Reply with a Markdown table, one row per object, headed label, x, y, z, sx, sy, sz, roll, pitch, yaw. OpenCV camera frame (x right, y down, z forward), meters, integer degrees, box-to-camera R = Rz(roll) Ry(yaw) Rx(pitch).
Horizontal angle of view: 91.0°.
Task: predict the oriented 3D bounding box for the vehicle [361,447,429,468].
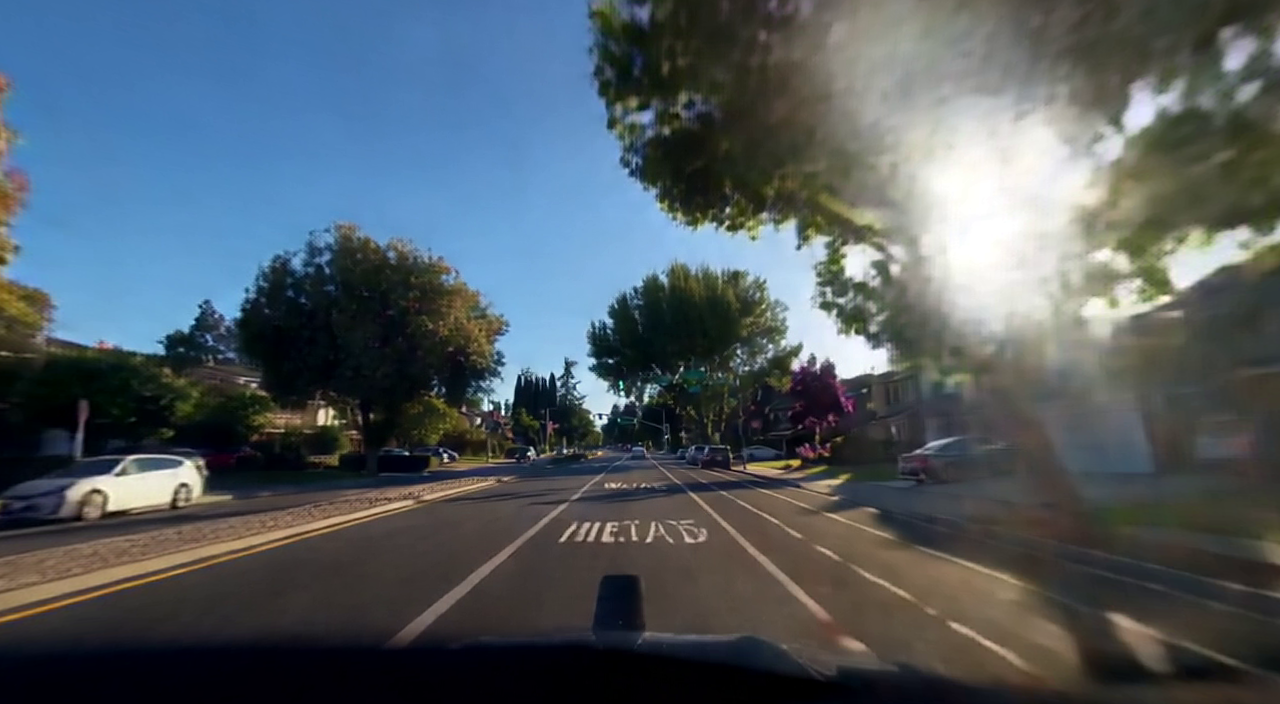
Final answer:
| label | x | y | z | sx | sy | sz | roll | pitch | yaw |
| --- | --- | --- | --- | --- | --- | --- | --- | --- | --- |
| vehicle | -18.329 | 7.877 | 47.189 | 4.355 | 1.482 | 1.794 | 0 | -9 | 0 |

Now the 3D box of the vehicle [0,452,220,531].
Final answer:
| label | x | y | z | sx | sy | sz | roll | pitch | yaw |
| --- | --- | --- | --- | --- | --- | --- | --- | --- | --- |
| vehicle | -12.107 | 3.060 | 14.334 | 1.888 | 1.477 | 4.629 | -1 | -10 | 0 |

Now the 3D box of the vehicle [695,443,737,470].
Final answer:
| label | x | y | z | sx | sy | sz | roll | pitch | yaw |
| --- | --- | --- | --- | --- | --- | --- | --- | --- | --- |
| vehicle | 5.169 | 7.184 | 43.328 | 2.164 | 1.729 | 4.488 | 1 | -9 | -2 |

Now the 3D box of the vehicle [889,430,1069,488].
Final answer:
| label | x | y | z | sx | sy | sz | roll | pitch | yaw |
| --- | --- | --- | --- | --- | --- | --- | --- | --- | --- |
| vehicle | 11.353 | 3.603 | 21.371 | 4.880 | 1.842 | 2.069 | 0 | -9 | -1 |
